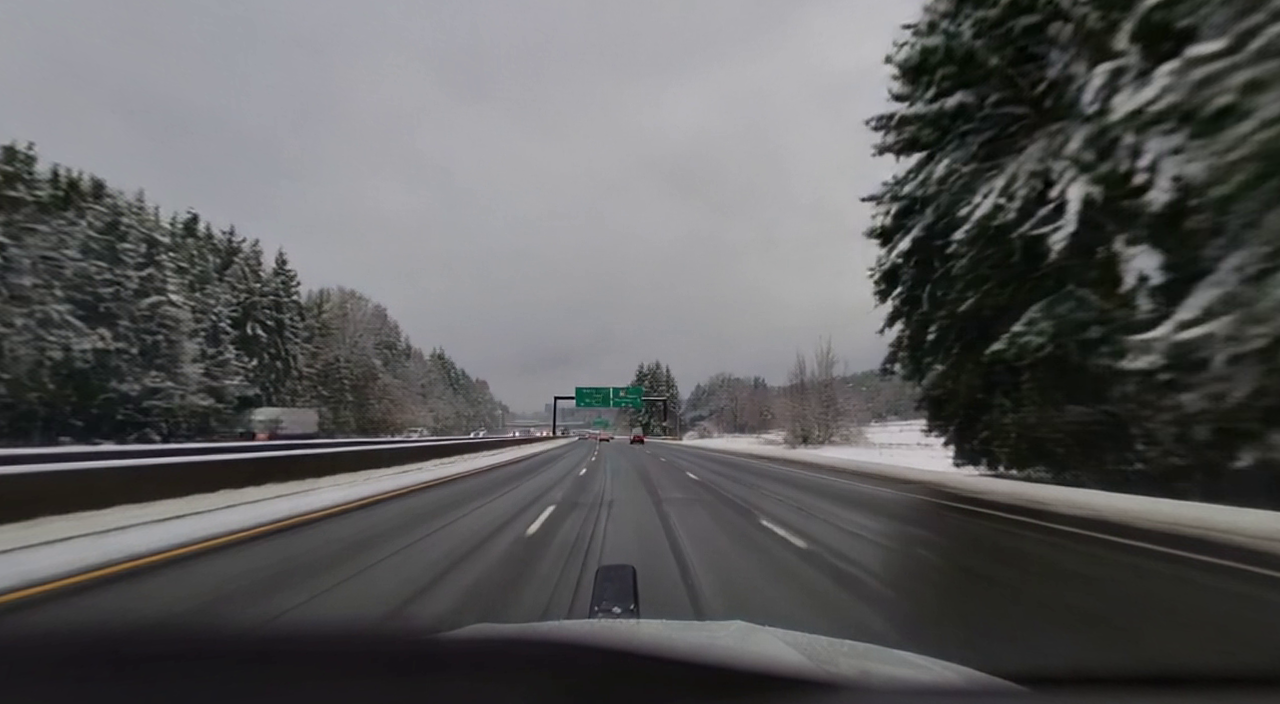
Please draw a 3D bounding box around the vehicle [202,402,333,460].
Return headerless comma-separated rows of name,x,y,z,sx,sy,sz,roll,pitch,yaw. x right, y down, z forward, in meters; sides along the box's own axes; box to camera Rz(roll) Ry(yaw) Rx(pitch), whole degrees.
vehicle,-17.612,3.833,30.406,2.250,2.480,6.853,0,-8,-2
